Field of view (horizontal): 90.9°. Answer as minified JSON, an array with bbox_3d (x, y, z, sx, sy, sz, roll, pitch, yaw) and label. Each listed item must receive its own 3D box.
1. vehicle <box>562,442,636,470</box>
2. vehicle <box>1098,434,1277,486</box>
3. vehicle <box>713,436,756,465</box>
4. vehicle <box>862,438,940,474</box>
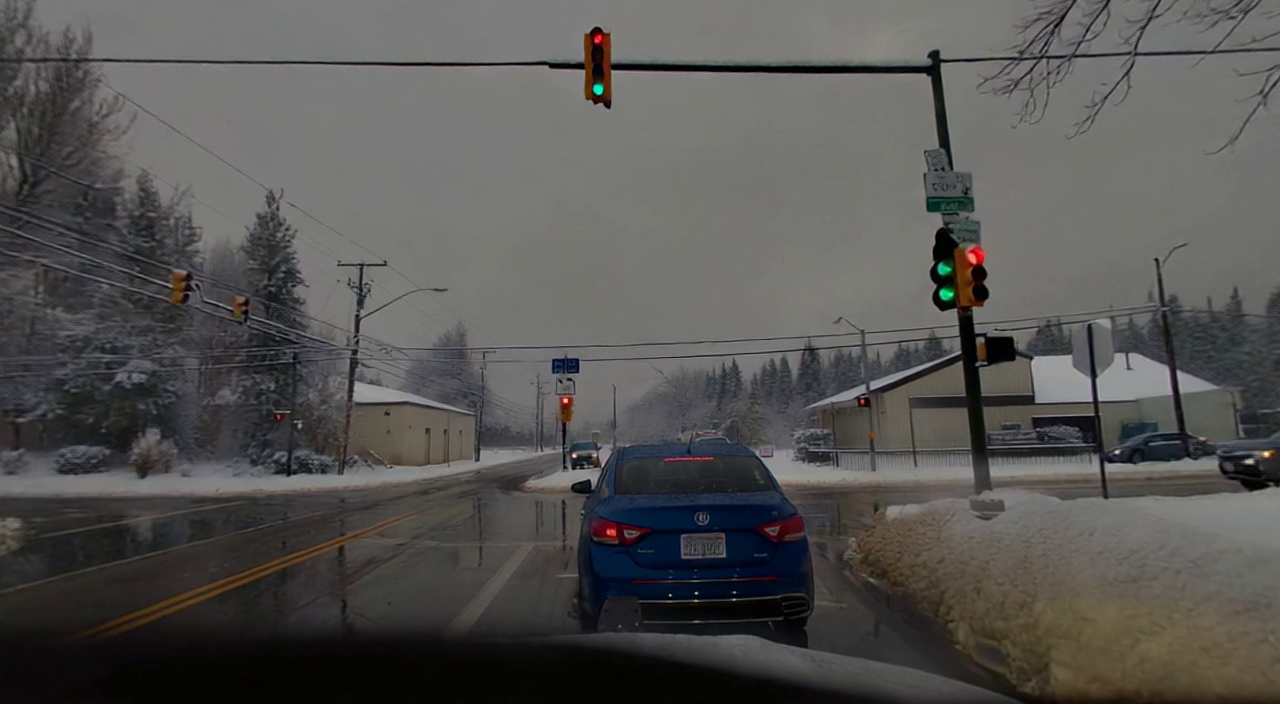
[{"bbox_3d":[-2.448,6.152,37.556,3.991,1.526,1.868,-4,-9,30],"label":"vehicle"},{"bbox_3d":[16.807,3.321,19.510,3.876,1.512,1.784,0,-8,-1],"label":"vehicle"},{"bbox_3d":[6.921,7.189,46.184,1.491,2.041,2.964,6,-9,-33],"label":"vehicle"},{"bbox_3d":[12.397,5.041,30.269,1.922,1.529,3.964,0,-12,-1],"label":"vehicle"}]
